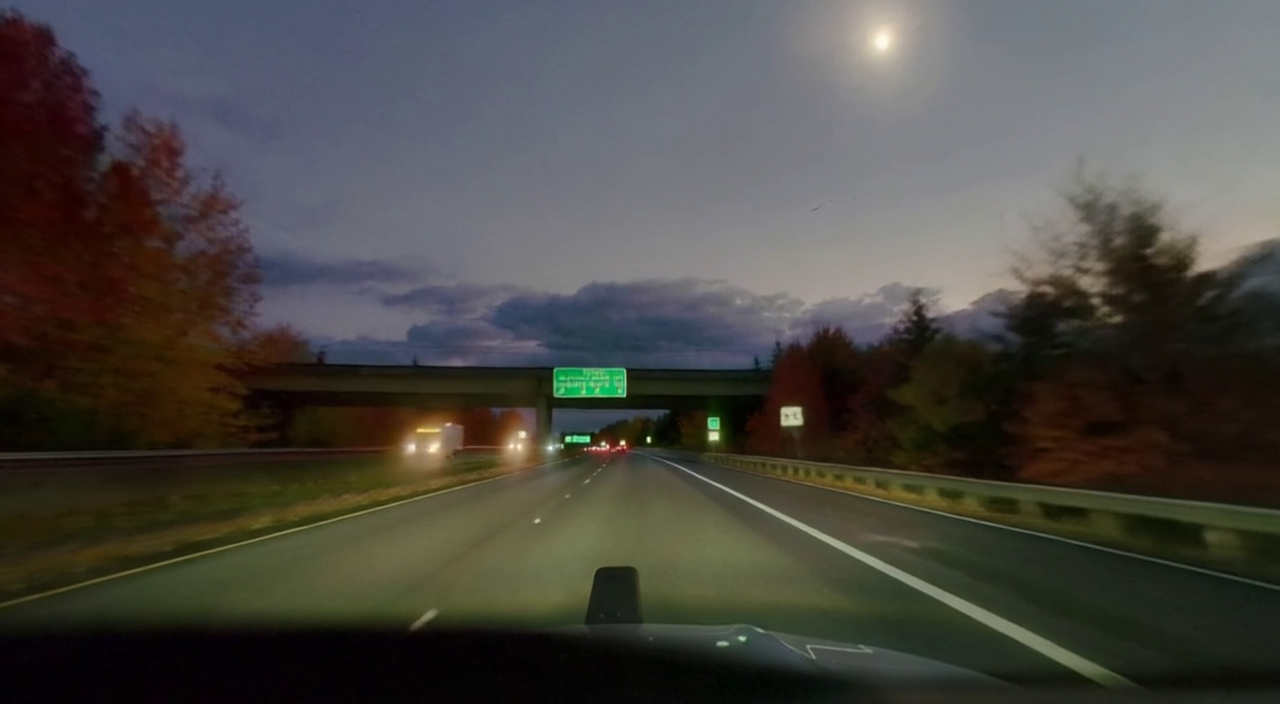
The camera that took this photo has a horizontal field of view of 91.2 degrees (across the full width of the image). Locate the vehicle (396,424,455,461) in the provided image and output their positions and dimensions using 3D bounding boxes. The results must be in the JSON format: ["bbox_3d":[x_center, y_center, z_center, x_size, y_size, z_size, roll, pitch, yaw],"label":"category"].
[{"bbox_3d":[-15.714,6.712,46.275,2.424,2.516,5.610,0,-9,-1],"label":"vehicle"}]
